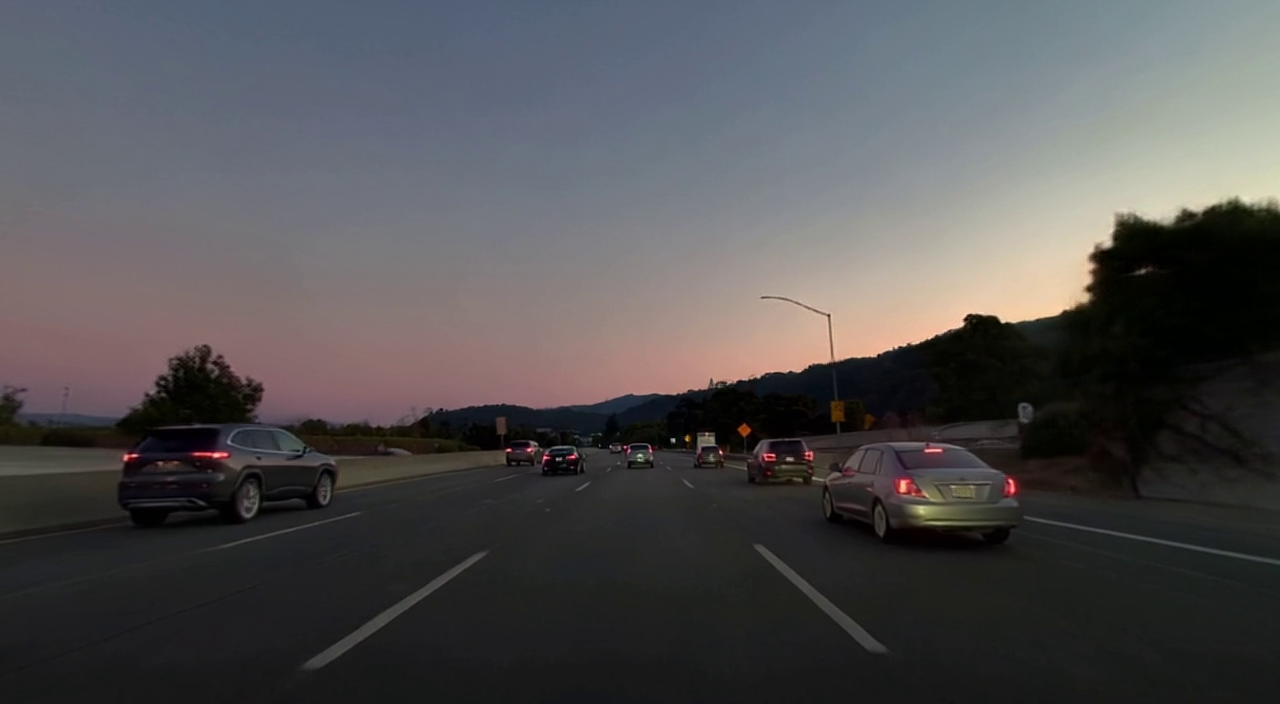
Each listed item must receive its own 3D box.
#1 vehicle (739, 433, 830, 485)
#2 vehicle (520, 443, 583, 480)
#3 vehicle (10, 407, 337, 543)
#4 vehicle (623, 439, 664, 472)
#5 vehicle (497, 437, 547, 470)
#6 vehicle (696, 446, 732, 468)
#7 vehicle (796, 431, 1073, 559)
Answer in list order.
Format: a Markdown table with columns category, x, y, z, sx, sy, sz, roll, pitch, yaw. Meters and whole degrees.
| category | x | y | z | sx | sy | sz | roll | pitch | yaw |
| --- | --- | --- | --- | --- | --- | --- | --- | --- | --- |
| vehicle | 5.195 | 3.930 | 23.333 | 2.335 | 1.759 | 4.297 | 0 | -9 | 0 |
| vehicle | -3.800 | 4.803 | 27.829 | 2.071 | 1.478 | 4.130 | 0 | -9 | 1 |
| vehicle | -7.498 | 2.035 | 10.951 | 2.142 | 1.849 | 4.566 | 0 | -9 | 0 |
| vehicle | 0.181 | 5.751 | 35.233 | 2.158 | 1.706 | 4.219 | 0 | -9 | 0 |
| vehicle | -6.899 | 6.029 | 37.373 | 2.111 | 1.811 | 4.391 | 0 | -9 | 0 |
| vehicle | 5.130 | 7.298 | 44.031 | 1.944 | 1.465 | 4.245 | 0 | -9 | 0 |
| vehicle | 4.081 | 2.061 | 9.820 | 2.141 | 1.507 | 4.510 | 0 | -9 | 0 |
